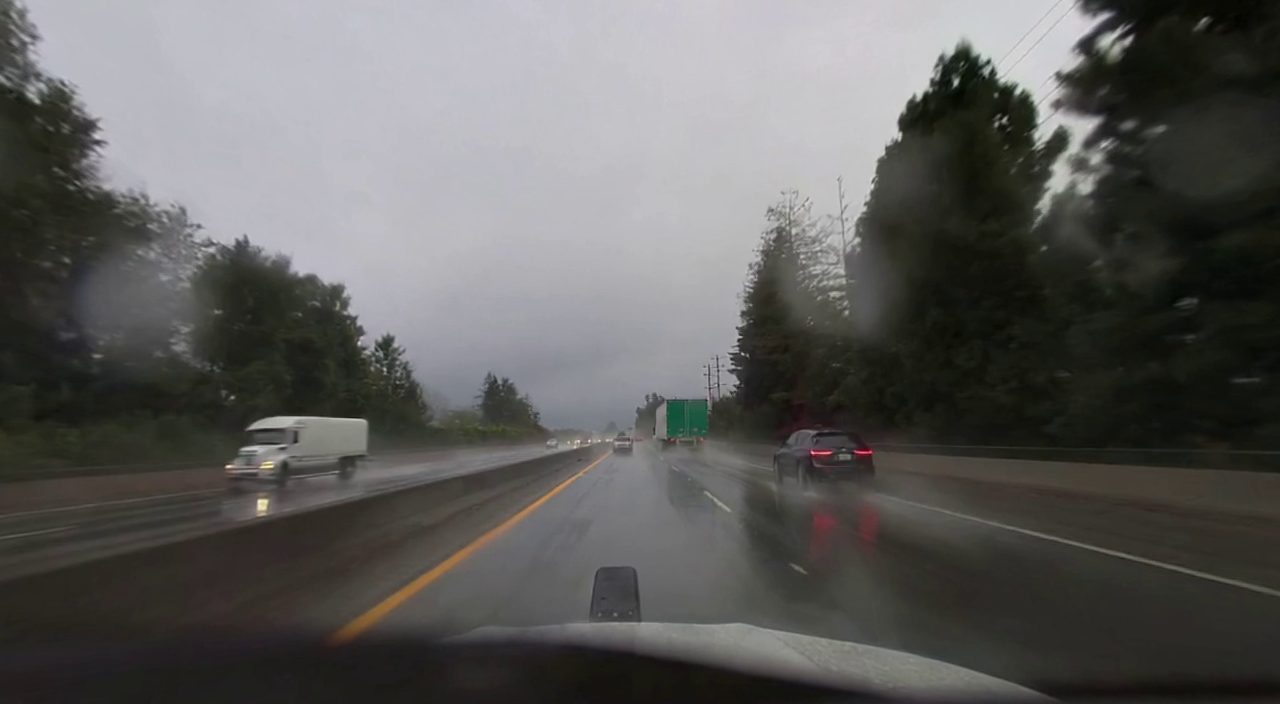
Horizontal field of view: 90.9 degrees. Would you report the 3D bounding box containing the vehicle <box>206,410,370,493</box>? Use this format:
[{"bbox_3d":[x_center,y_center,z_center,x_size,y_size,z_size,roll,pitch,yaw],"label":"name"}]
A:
[{"bbox_3d":[-12.819,3.658,23.806,2.299,2.619,6.919,0,-8,-1],"label":"vehicle"}]

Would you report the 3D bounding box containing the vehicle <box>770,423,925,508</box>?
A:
[{"bbox_3d":[4.259,2.360,13.666,1.930,1.573,3.853,0,-8,-2],"label":"vehicle"}]

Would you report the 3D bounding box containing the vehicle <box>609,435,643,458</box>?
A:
[{"bbox_3d":[-0.937,6.379,42.891,2.163,1.466,3.693,0,-8,-1],"label":"vehicle"}]
